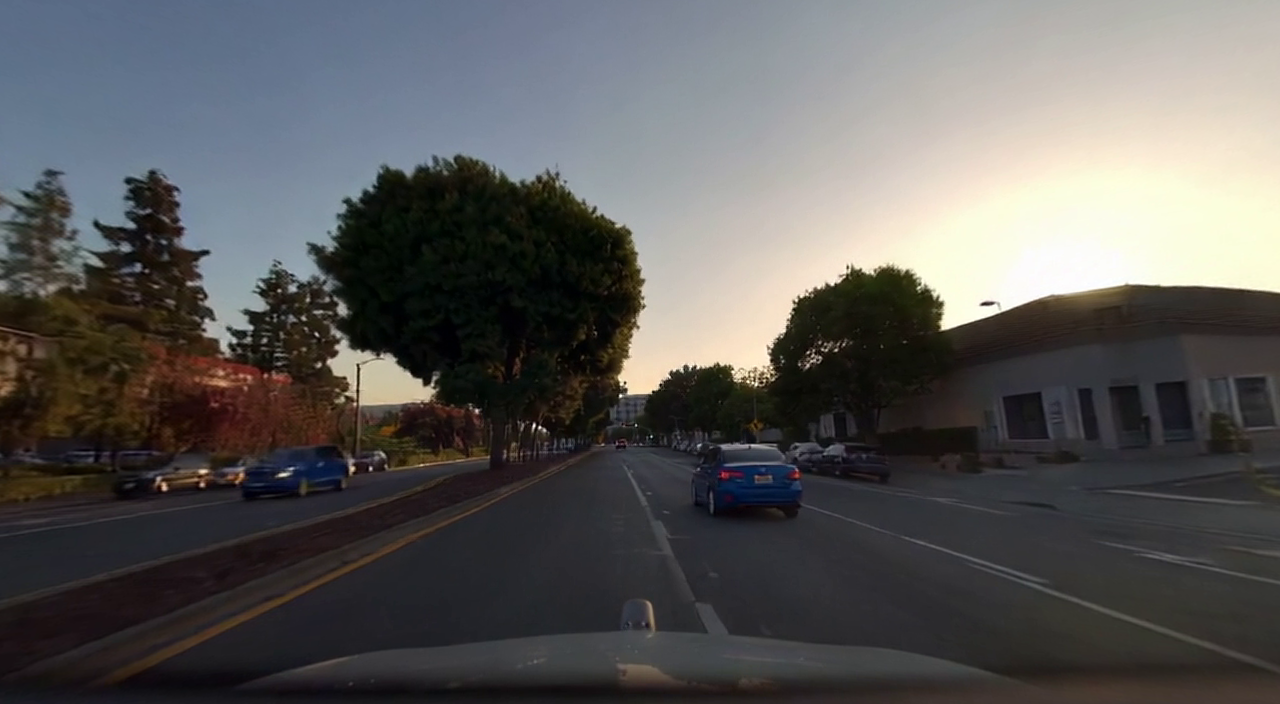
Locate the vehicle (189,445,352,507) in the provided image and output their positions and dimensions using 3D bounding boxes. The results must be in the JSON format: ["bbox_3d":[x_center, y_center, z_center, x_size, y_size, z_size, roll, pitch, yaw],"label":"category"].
[{"bbox_3d":[-10.207,3.410,17.947,1.990,1.496,4.598,0,-8,-2],"label":"vehicle"}]

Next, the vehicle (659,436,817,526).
[{"bbox_3d":[1.672,2.434,12.552,2.141,1.443,4.499,0,-8,-4],"label":"vehicle"}]

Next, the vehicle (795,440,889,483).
[{"bbox_3d":[7.800,4.260,24.821,2.017,1.516,4.393,0,-8,-3],"label":"vehicle"}]

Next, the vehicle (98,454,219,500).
[{"bbox_3d":[-20.854,5.371,27.579,1.888,1.751,4.526,0,-8,-4],"label":"vehicle"}]
